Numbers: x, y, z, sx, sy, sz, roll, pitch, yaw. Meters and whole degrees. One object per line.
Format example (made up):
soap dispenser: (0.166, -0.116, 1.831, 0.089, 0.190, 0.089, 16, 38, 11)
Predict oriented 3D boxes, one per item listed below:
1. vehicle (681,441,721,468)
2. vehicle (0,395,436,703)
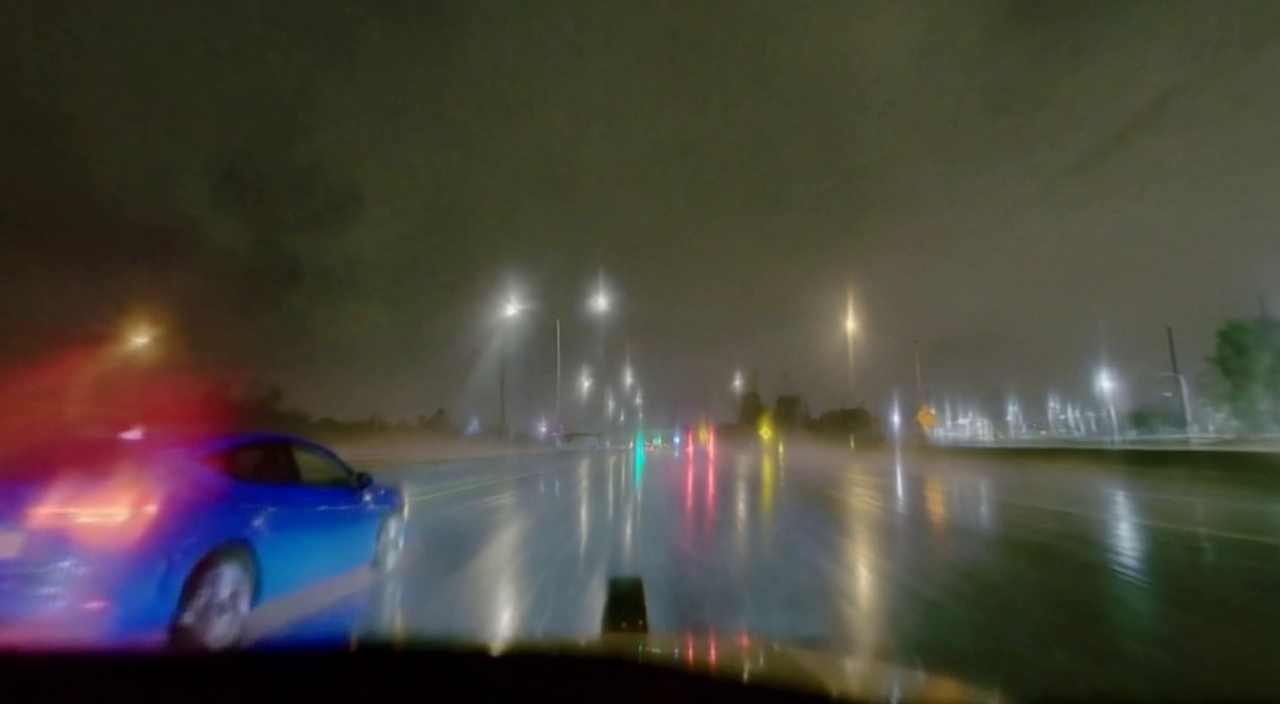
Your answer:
vehicle: (3.666, 6.216, 38.431, 1.949, 1.515, 4.374, 0, -9, -1)
vehicle: (-3.417, 1.279, 4.891, 1.979, 1.505, 4.705, 0, -9, 2)
